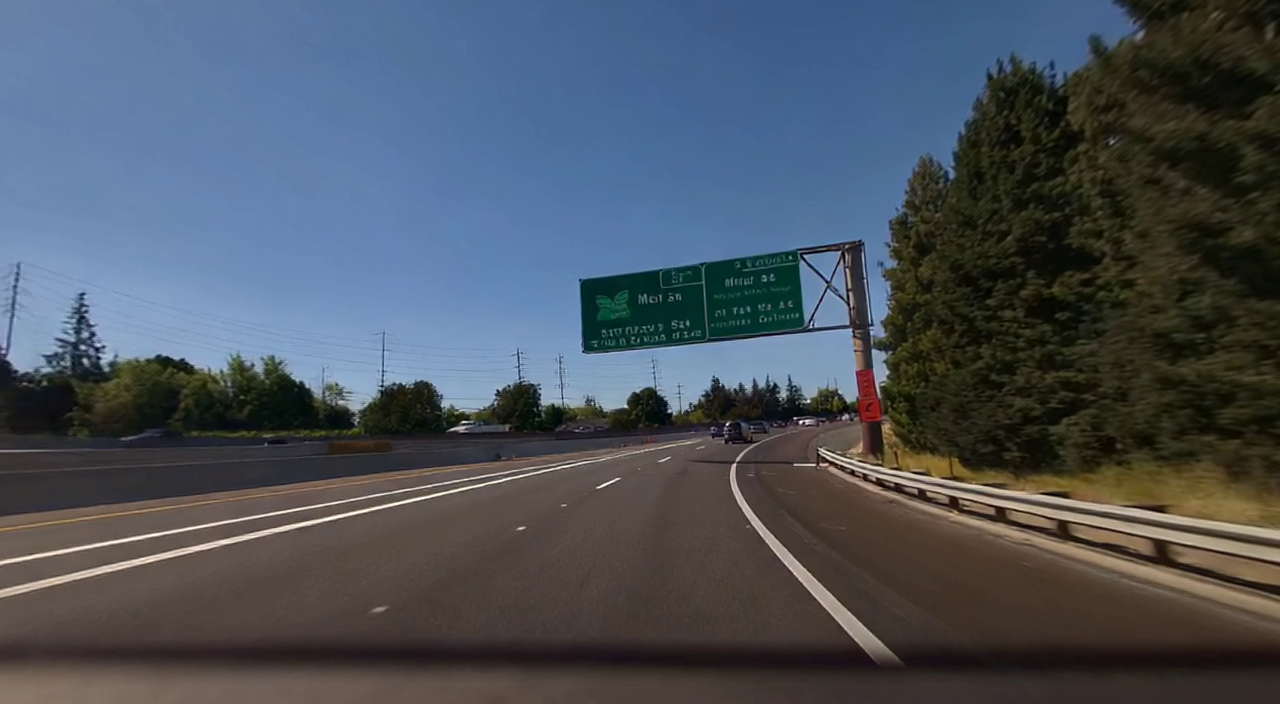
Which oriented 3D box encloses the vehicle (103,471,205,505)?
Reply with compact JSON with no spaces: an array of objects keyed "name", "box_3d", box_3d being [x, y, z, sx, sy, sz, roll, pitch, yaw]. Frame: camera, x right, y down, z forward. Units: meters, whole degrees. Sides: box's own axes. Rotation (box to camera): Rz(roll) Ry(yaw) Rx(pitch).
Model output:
[{"name":"vehicle","box_3d":[-29.963,8.362,38.836,2.145,1.717,4.448,-6,-11,36]}]
